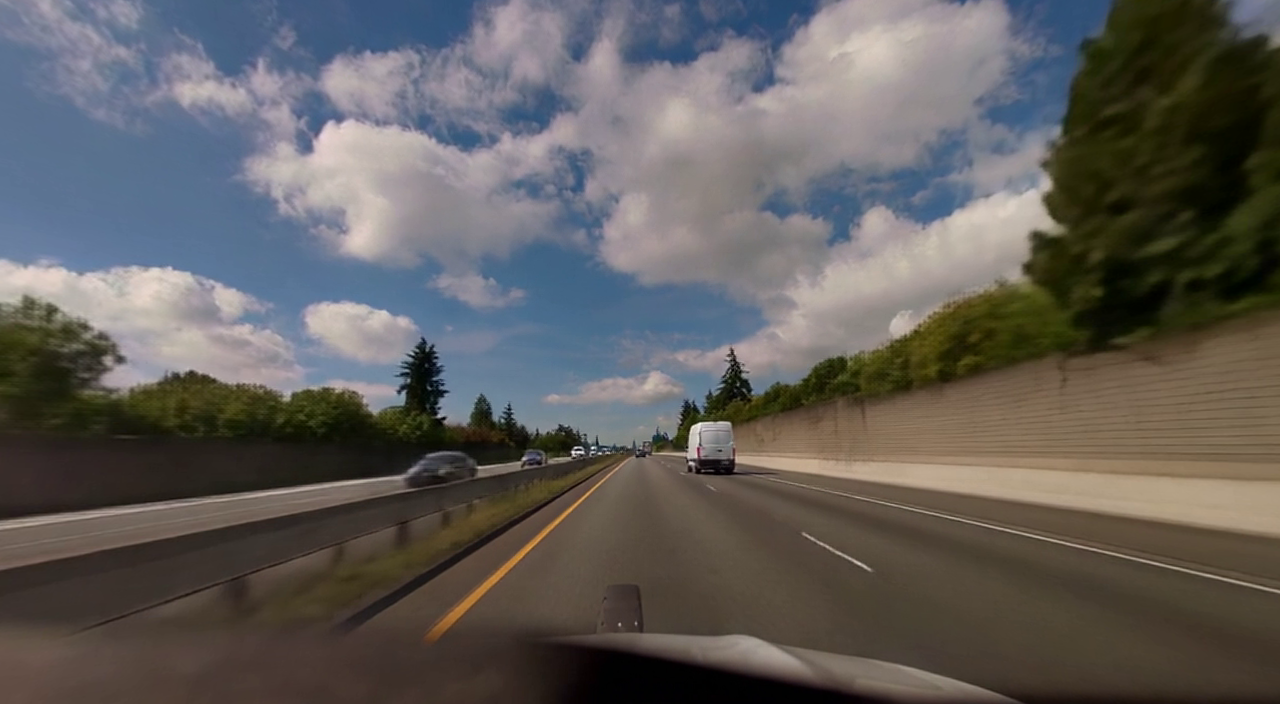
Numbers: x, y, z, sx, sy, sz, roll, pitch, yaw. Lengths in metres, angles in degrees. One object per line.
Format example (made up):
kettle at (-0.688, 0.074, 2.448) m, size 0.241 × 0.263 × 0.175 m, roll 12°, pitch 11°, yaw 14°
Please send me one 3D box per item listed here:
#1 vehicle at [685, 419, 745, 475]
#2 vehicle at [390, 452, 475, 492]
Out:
vehicle at (4.043, 5.356, 35.372) m, size 2.449 × 2.805 × 6.763 m, roll 0°, pitch -9°, yaw -1°
vehicle at (-8.586, 4.988, 26.487) m, size 1.976 × 1.467 × 4.602 m, roll 0°, pitch -9°, yaw 0°
